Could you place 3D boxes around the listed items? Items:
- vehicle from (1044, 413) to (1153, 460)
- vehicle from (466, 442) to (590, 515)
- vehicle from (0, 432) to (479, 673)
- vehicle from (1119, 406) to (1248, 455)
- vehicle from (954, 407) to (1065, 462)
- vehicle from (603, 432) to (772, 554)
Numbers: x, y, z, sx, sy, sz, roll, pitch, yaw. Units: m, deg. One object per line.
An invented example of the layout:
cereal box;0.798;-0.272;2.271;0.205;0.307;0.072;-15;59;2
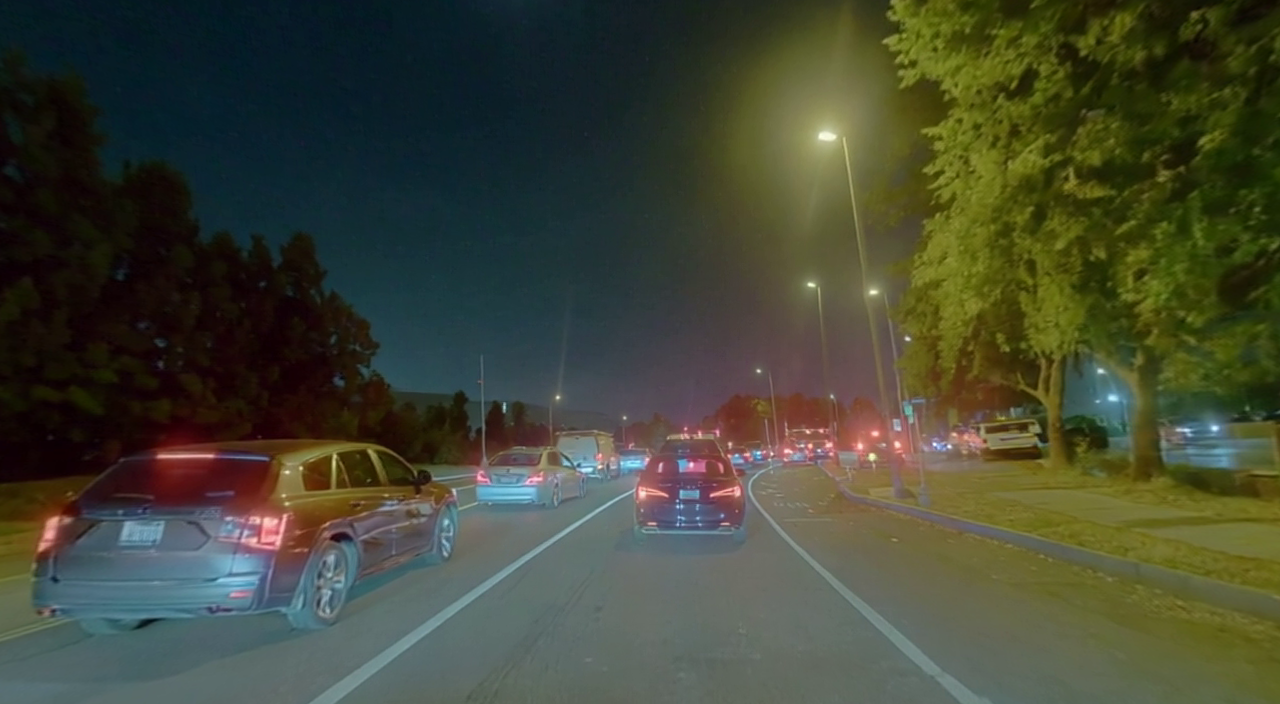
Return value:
vehicle;17.760;3.313;24.632;1.803;1.518;3.893;-7;-9;11
vehicle;-2.530;2.979;15.361;1.870;1.490;4.187;-1;-9;6
vehicle;-3.232;1.601;6.207;1.940;1.502;4.241;-1;-9;3
vehicle;20.421;3.001;23.925;1.902;1.529;3.937;-7;-9;13
vehicle;14.426;3.314;24.969;2.288;1.933;4.612;-2;-9;11
vehicle;0.745;2.108;10.139;2.142;1.528;4.133;-1;-9;4
